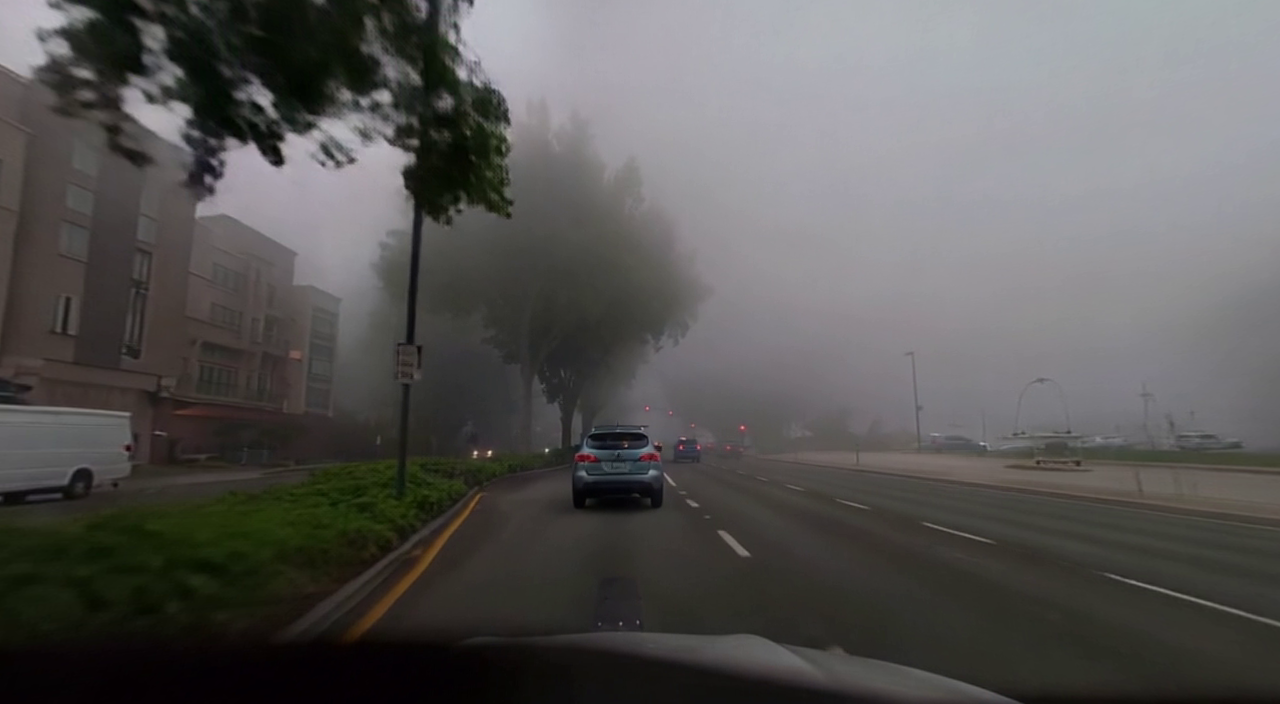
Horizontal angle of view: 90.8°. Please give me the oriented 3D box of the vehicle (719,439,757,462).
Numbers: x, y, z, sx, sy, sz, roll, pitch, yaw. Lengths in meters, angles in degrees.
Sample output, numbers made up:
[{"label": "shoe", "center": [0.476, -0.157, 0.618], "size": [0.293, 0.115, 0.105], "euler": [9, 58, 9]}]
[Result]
[{"label": "vehicle", "center": [6.392, 6.509, 41.731], "size": [1.777, 1.443, 3.942], "euler": [0, -9, -2]}]

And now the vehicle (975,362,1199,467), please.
[{"label": "vehicle", "center": [18.365, 2.895, 27.104], "size": [3.269, 3.755, 8.862], "euler": [0, -9, 2]}]

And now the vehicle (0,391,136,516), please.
[{"label": "vehicle", "center": [-18.983, 2.875, 17.961], "size": [2.811, 3.399, 7.898], "euler": [0, -9, -2]}]

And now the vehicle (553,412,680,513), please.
[{"label": "vehicle", "center": [-0.463, 2.325, 13.616], "size": [2.277, 1.816, 4.192], "euler": [0, -9, -1]}]

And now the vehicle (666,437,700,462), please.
[{"label": "vehicle", "center": [2.832, 6.494, 42.163], "size": [1.929, 1.590, 4.287], "euler": [0, -9, -1]}]
